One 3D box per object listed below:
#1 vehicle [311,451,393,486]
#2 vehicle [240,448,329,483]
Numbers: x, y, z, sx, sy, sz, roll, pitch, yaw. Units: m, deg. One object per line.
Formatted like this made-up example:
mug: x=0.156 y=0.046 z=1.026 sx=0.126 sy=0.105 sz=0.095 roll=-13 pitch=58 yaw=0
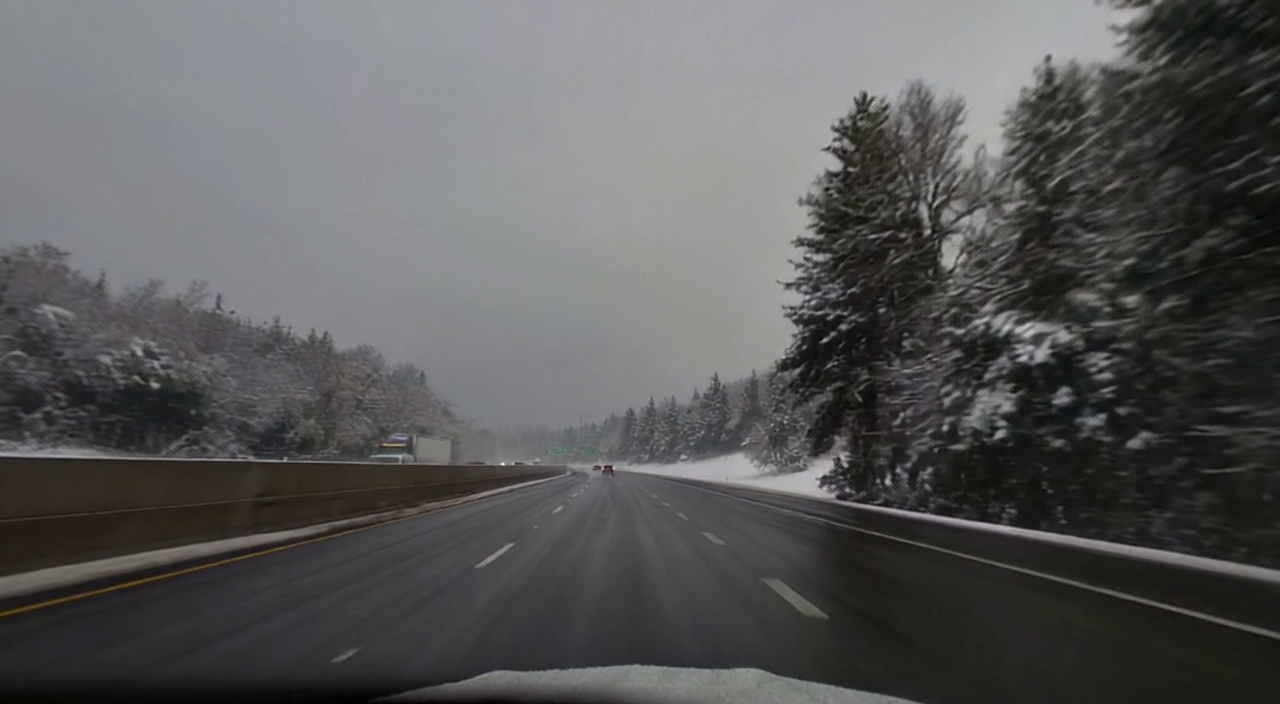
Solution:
vehicle: x=-13.760 y=5.625 z=30.482 sx=1.994 sy=1.547 sz=4.451 roll=1 pitch=-11 yaw=-2
vehicle: x=-17.222 y=5.553 z=30.832 sx=1.966 sy=1.551 sz=4.257 roll=1 pitch=-10 yaw=-2
